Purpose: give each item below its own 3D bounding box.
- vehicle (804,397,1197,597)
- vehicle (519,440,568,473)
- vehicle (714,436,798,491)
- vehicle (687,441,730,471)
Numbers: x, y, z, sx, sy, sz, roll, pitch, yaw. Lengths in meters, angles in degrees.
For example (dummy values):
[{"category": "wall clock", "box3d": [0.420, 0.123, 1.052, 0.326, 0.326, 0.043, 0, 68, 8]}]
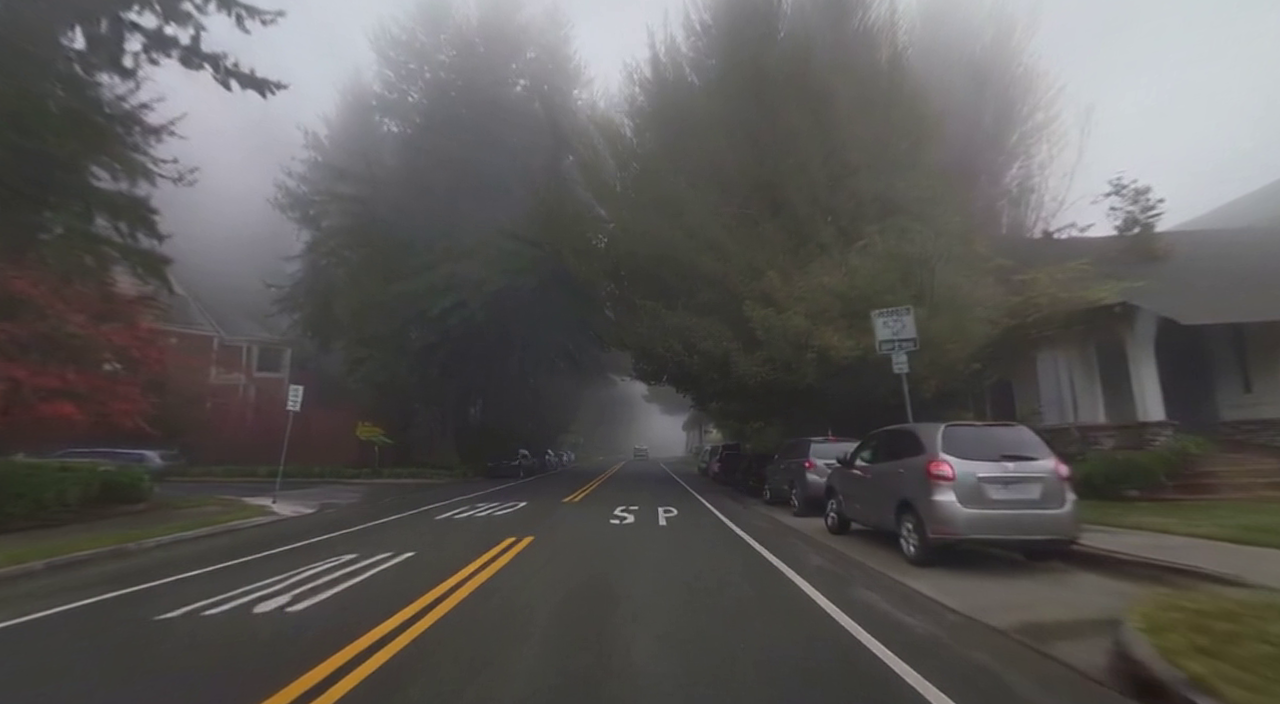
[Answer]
[{"category": "vehicle", "box3d": [3.856, 1.628, 7.997, 1.937, 1.752, 4.574, 1, -9, -5]}, {"category": "vehicle", "box3d": [-6.489, 7.098, 43.077, 2.252, 1.882, 5.883, -4, -9, 0]}, {"category": "vehicle", "box3d": [3.851, 3.789, 21.891, 1.971, 1.665, 4.722, 0, -8, -1]}, {"category": "vehicle", "box3d": [4.026, 6.197, 37.838, 2.097, 1.706, 4.312, 0, -8, 0]}]
